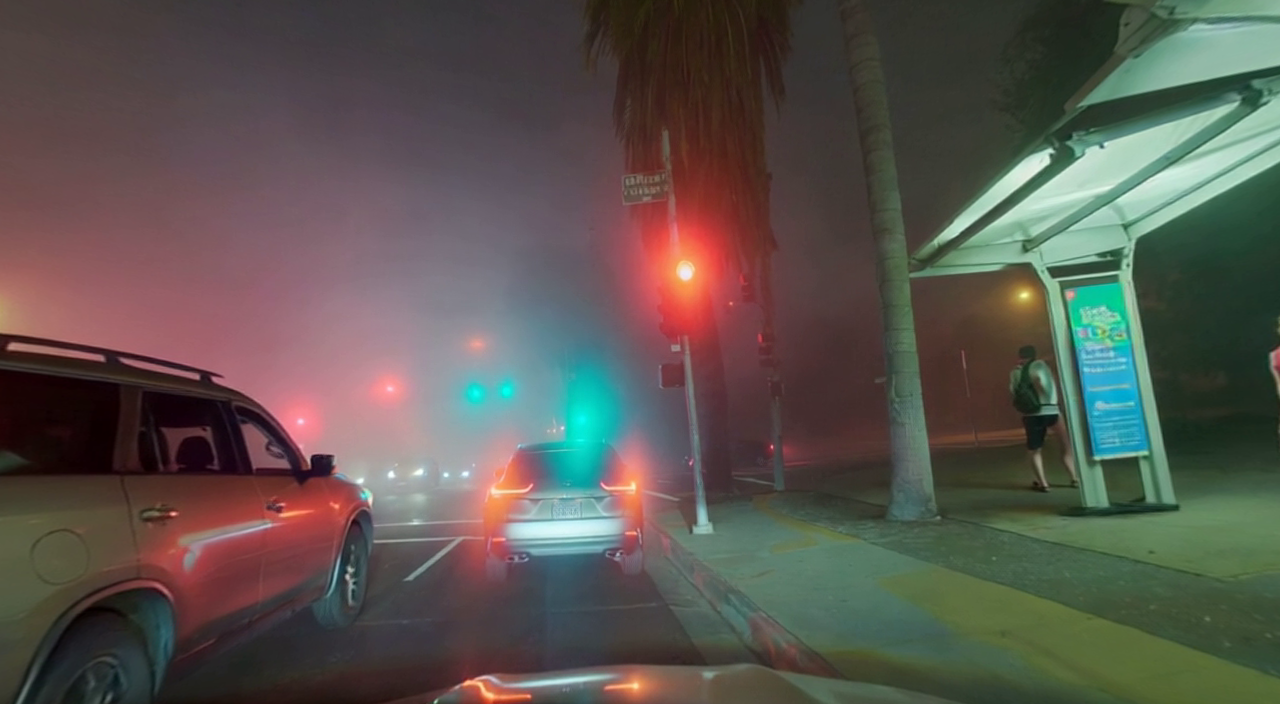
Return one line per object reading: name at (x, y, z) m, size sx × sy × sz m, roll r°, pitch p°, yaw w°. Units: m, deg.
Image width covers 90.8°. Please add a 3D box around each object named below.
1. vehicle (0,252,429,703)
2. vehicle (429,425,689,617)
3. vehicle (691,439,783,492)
vehicle at (-2.816, 0.972, 3.667) m, size 2.098 × 1.851 × 4.571 m, roll 1°, pitch -9°, yaw -7°
vehicle at (-1.004, 1.653, 7.240) m, size 2.065 × 1.467 × 4.289 m, roll 1°, pitch -9°, yaw -11°
vehicle at (4.899, 5.756, 32.205) m, size 3.986 × 1.636 × 1.903 m, roll 10°, pitch 5°, yaw -9°
